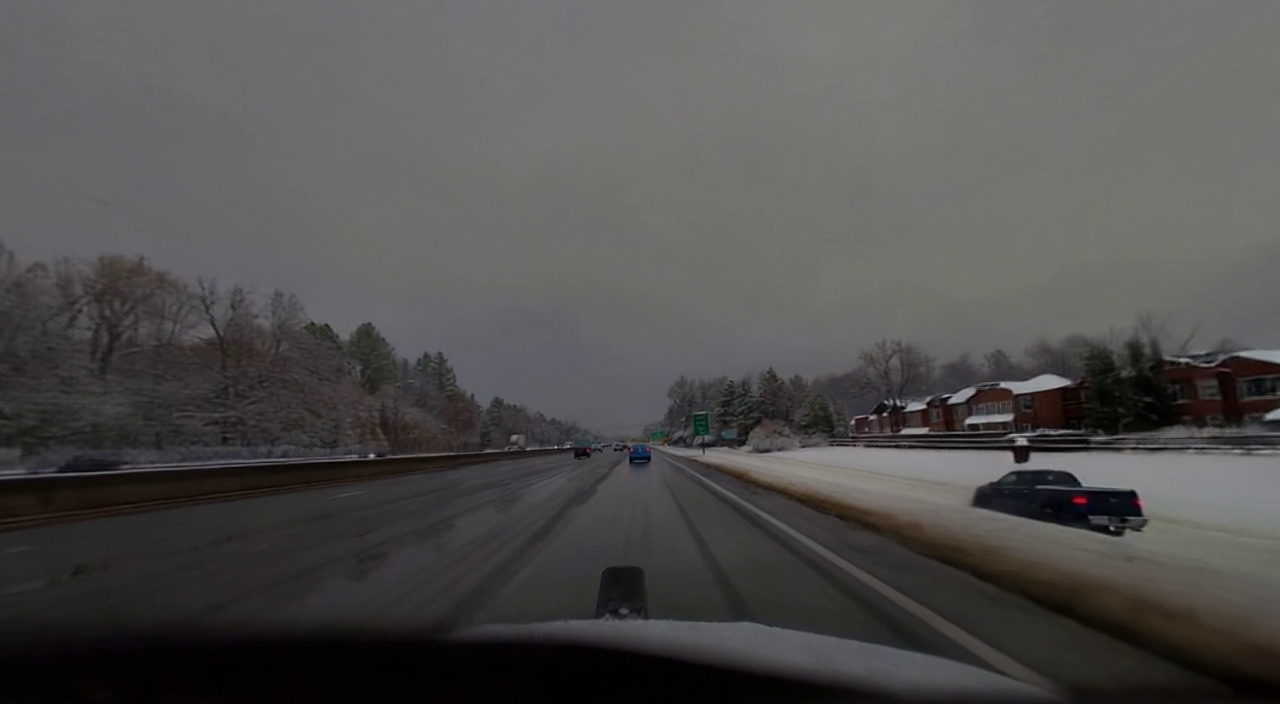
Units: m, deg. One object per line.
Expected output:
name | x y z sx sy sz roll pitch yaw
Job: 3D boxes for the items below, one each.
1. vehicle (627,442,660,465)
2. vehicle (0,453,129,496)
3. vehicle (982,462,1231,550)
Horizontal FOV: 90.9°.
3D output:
vehicle | 0.236 6.680 41.730 2.051 1.443 3.770 -1 -8 0
vehicle | -26.402 5.521 28.791 1.994 1.635 4.924 -1 -8 0
vehicle | 13.458 4.413 18.939 2.599 1.962 5.759 1 -8 -8
